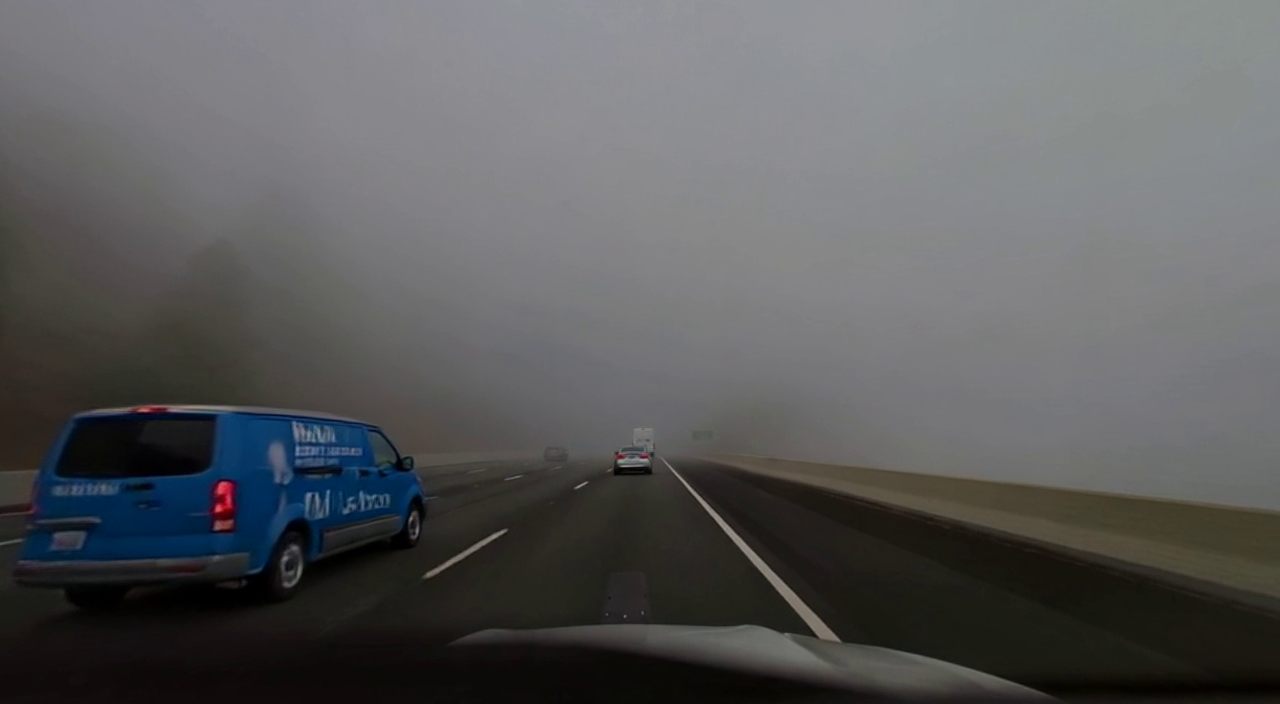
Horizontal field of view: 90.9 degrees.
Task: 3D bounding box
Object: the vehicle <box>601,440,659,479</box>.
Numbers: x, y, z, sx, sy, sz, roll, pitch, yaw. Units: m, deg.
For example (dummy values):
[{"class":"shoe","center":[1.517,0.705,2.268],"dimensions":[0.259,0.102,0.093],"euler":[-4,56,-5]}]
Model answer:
[{"class":"vehicle","center":[-0.357,4.425,26.252],"dimensions":[2.238,1.479,3.672],"euler":[0,-9,1]}]
